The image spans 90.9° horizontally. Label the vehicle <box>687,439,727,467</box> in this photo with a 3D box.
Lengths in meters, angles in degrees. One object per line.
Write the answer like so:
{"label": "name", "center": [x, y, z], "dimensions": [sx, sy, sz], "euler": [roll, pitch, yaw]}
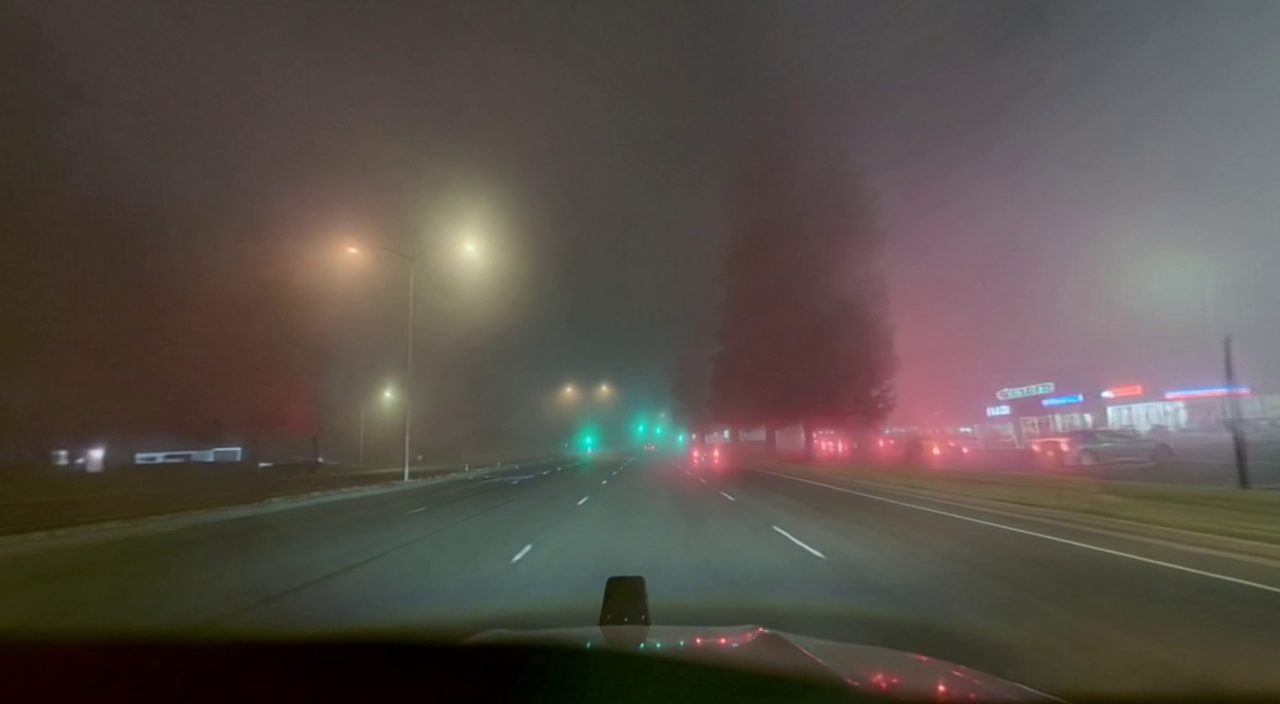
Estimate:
{"label": "vehicle", "center": [4.221, 6.494, 40.592], "dimensions": [2.007, 1.683, 4.171], "euler": [0, -8, -1]}

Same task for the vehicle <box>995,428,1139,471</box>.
{"label": "vehicle", "center": [17.731, 4.066, 26.390], "dimensions": [4.386, 1.701, 2.121], "euler": [-1, -8, 3]}

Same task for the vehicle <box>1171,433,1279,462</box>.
{"label": "vehicle", "center": [32.276, 5.175, 34.181], "dimensions": [5.080, 1.504, 1.946], "euler": [-8, -12, 44]}

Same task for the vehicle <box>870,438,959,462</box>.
{"label": "vehicle", "center": [17.202, 6.164, 39.597], "dimensions": [4.685, 1.478, 1.849], "euler": [-1, -9, 2]}
